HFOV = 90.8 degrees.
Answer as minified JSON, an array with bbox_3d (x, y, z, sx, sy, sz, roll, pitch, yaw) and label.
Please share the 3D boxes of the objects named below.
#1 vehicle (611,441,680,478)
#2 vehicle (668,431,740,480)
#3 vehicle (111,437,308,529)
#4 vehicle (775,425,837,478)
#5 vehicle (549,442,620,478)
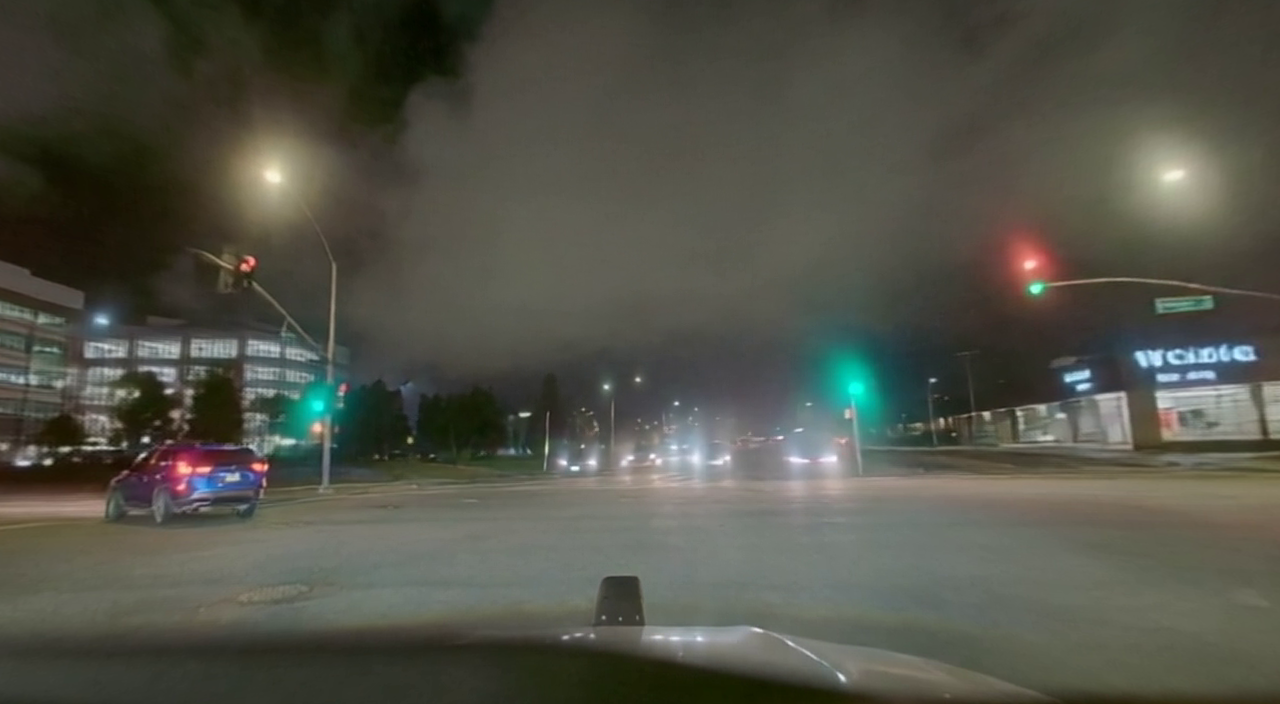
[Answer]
[{"bbox_3d":[0.340,4.930,29.174,2.163,1.529,4.210,-3,-9,15],"label":"vehicle"},{"bbox_3d":[2.752,4.227,26.024,2.162,1.788,4.602,-3,-9,15],"label":"vehicle"},{"bbox_3d":[-9.932,2.898,14.520,4.445,1.762,2.238,-7,-11,36],"label":"vehicle"},{"bbox_3d":[6.742,4.075,26.067,2.160,1.948,4.784,-3,-9,12],"label":"vehicle"},{"bbox_3d":[-2.593,5.207,30.674,2.005,1.596,4.342,-3,-9,16],"label":"vehicle"}]
